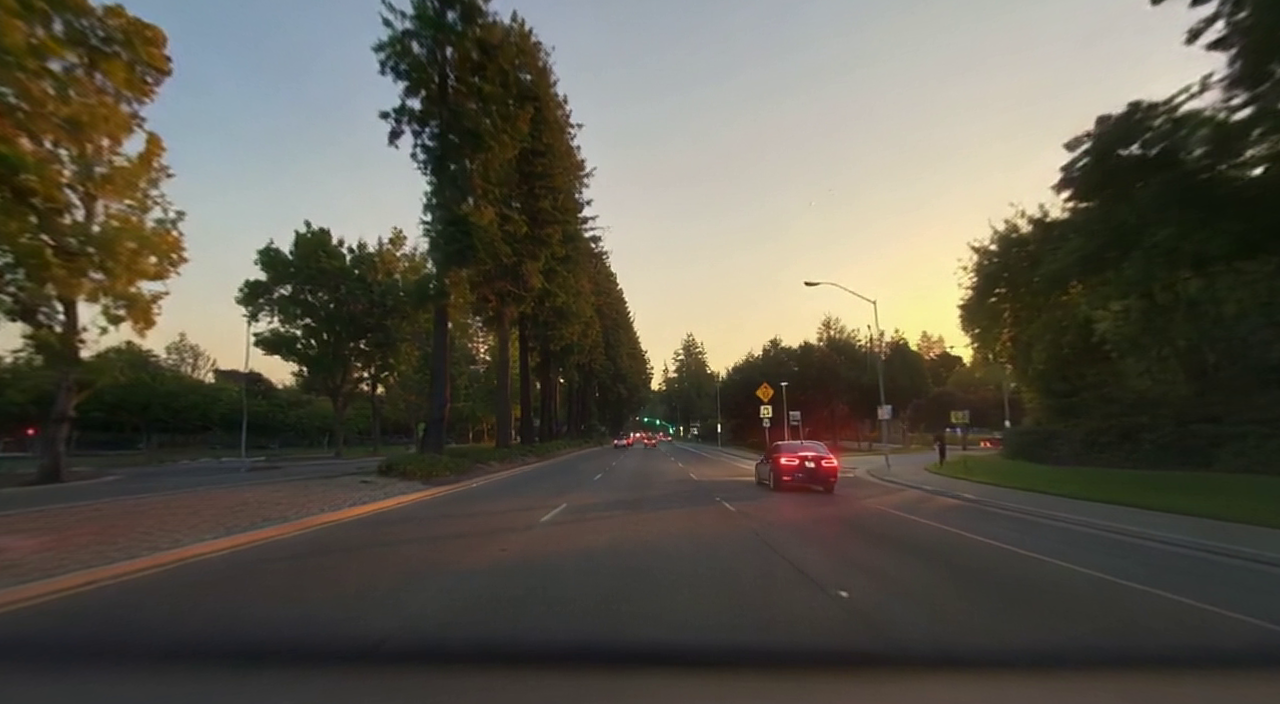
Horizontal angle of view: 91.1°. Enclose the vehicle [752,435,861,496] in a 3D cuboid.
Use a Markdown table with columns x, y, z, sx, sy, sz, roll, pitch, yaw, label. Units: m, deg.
| x | y | z | sx | sy | sz | roll | pitch | yaw | label |
| --- | --- | --- | --- | --- | --- | --- | --- | --- | --- |
| 4.647 | 3.230 | 18.221 | 1.913 | 1.516 | 4.322 | 0 | -9 | -1 | vehicle |
